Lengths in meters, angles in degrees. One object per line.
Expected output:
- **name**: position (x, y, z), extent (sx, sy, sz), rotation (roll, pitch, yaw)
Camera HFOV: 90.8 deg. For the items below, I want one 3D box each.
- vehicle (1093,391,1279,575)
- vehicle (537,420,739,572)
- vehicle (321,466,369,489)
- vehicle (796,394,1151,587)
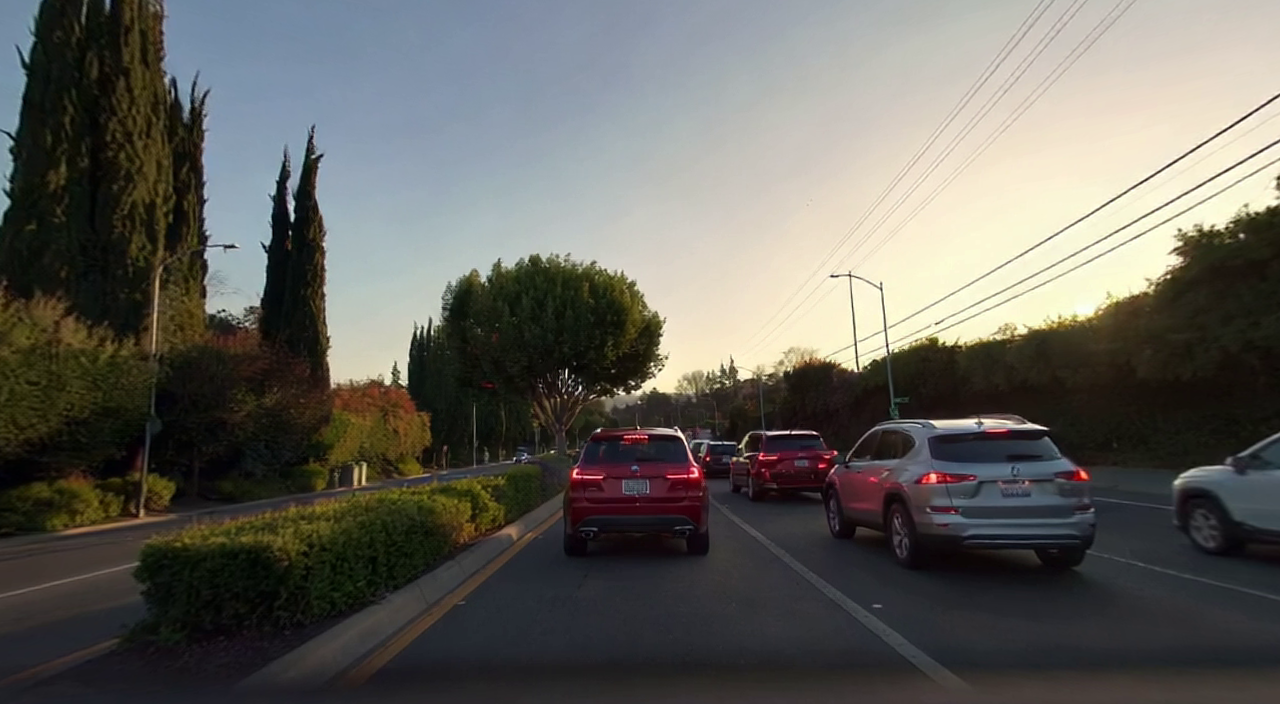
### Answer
- **vehicle**: position (7.160, 1.273, 6.161), extent (2.018, 1.757, 4.715), rotation (0, -8, 1)
- **vehicle**: position (-0.055, 1.885, 9.089), extent (2.199, 1.641, 4.232), rotation (0, -8, -1)
- **vehicle**: position (-22.910, 9.712, 49.163), extent (1.847, 1.554, 3.926), rotation (0, -8, -1)
- **vehicle**: position (3.513, 1.549, 7.823), extent (2.001, 1.707, 4.250), rotation (0, -8, -1)
